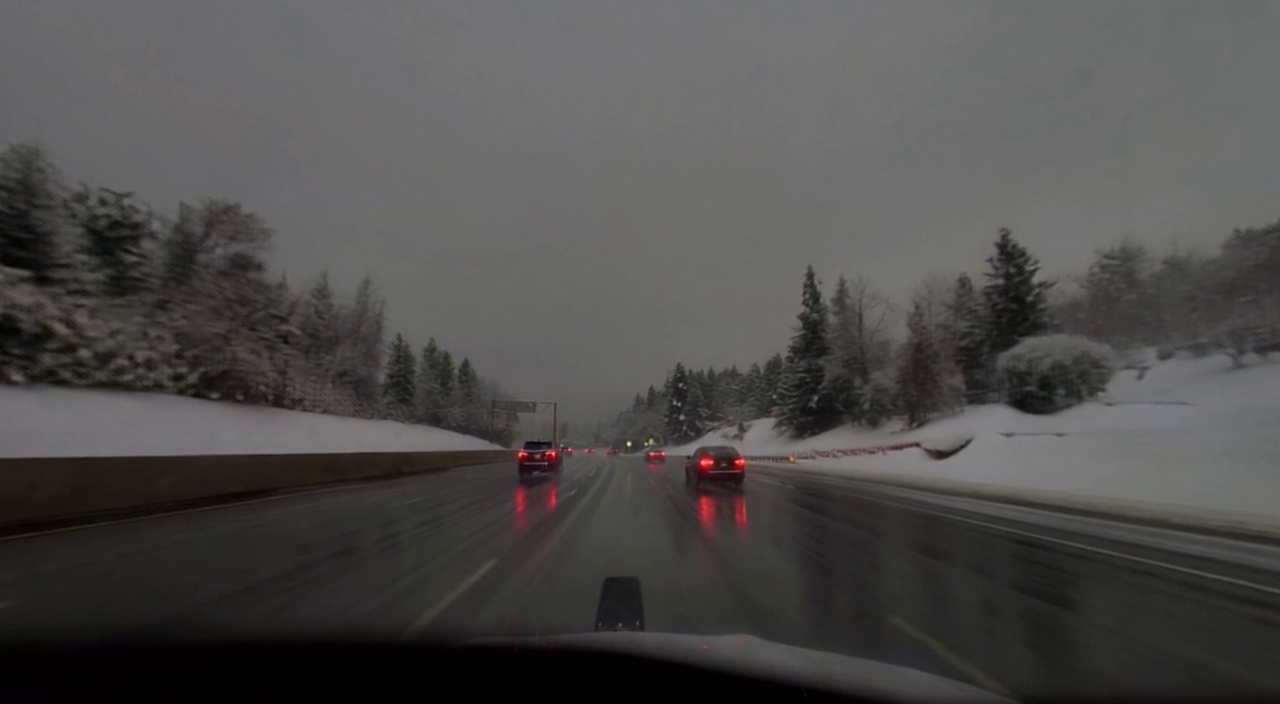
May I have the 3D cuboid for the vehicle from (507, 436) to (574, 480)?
[{"bbox_3d":[-4.166,4.524,27.247,2.244,1.755,4.417,0,-8,-1],"label":"vehicle"}]

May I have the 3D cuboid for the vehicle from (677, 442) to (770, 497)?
[{"bbox_3d":[2.358,3.443,19.036,1.947,1.437,4.345,1,-8,-4],"label":"vehicle"}]
